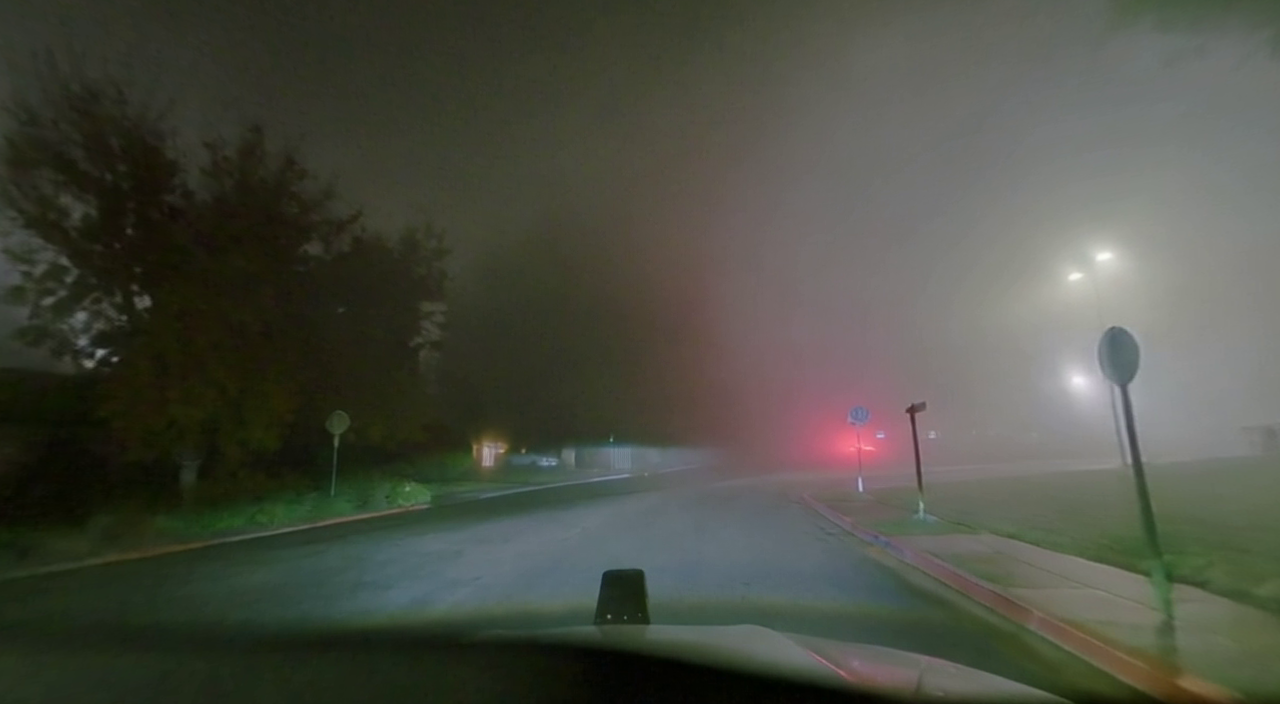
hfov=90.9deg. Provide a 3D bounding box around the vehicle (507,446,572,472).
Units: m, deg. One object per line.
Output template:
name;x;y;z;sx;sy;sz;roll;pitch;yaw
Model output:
vehicle;-6.765;7.250;42.904;4.252;1.681;1.854;1;-8;-7
